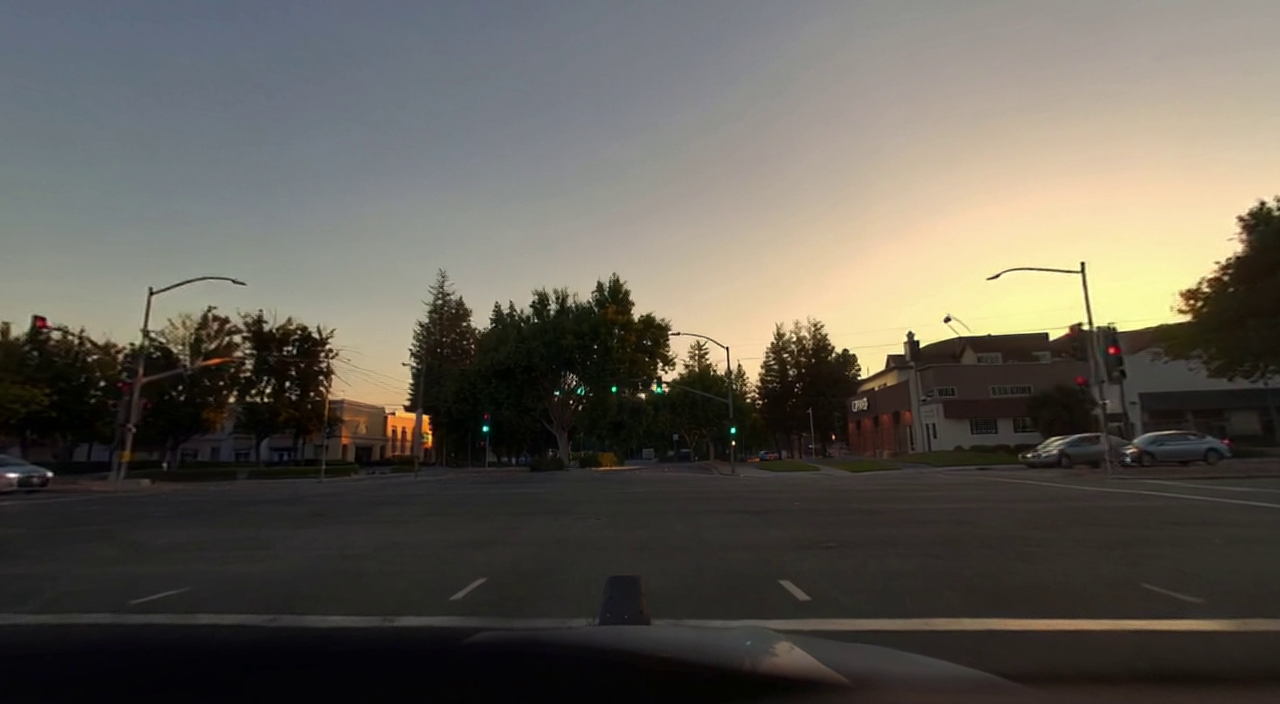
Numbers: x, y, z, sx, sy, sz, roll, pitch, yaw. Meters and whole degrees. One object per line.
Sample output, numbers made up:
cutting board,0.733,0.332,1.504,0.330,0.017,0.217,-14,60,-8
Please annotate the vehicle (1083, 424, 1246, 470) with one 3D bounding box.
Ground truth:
vehicle,19.483,3.543,23.563,4.288,1.600,1.927,0,-8,1

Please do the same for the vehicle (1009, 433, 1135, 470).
vehicle,20.425,4.712,29.921,4.483,1.691,1.949,0,-8,1
